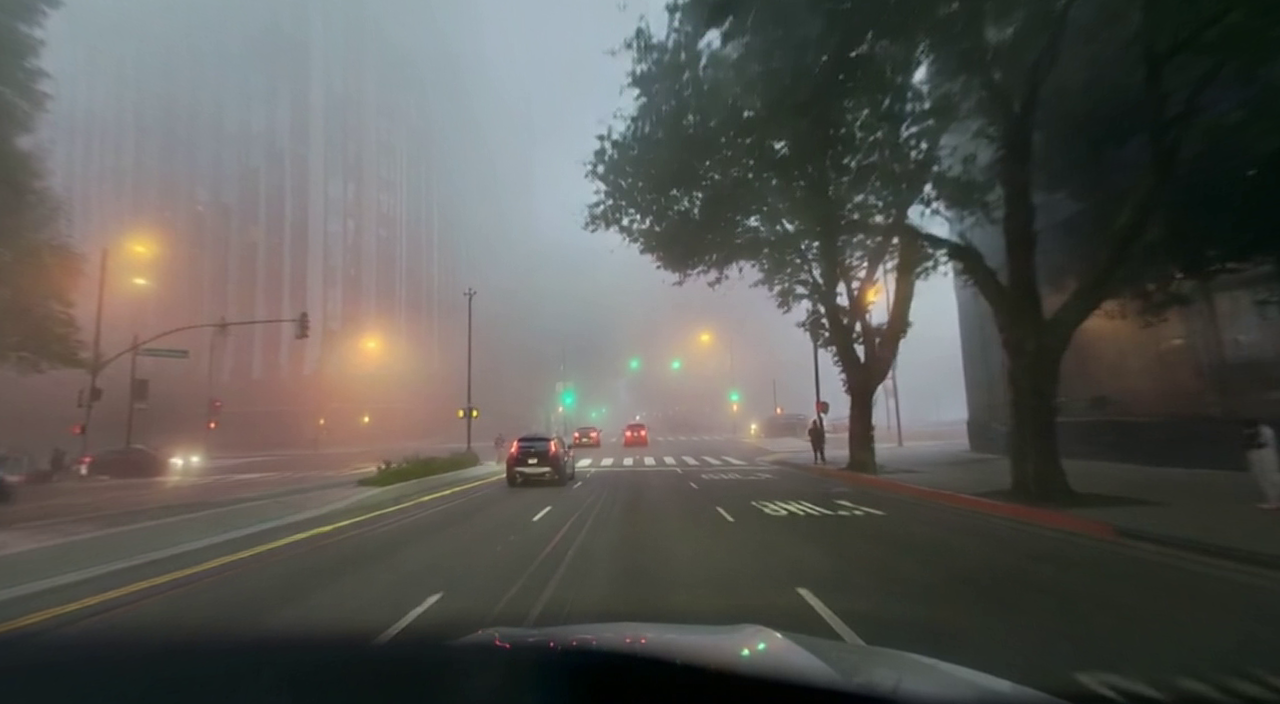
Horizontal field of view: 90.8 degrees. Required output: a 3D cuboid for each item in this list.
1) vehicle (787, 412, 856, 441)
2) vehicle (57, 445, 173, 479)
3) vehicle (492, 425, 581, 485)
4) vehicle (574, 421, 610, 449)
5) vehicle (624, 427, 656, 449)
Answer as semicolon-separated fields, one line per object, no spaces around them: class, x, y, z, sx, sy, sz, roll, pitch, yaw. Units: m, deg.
vehicle;13.210;5.426;46.167;4.328;1.742;1.942;-4;-6;-1
vehicle;-29.740;6.211;35.899;4.684;1.806;2.073;-1;-8;-1
vehicle;-3.254;3.342;20.817;2.116;1.725;4.315;-1;-8;1
vehicle;-3.295;5.872;44.436;2.152;1.802;4.628;-1;-8;0
vehicle;-0.016;5.948;43.763;2.095;1.438;3.843;-1;-8;-1
